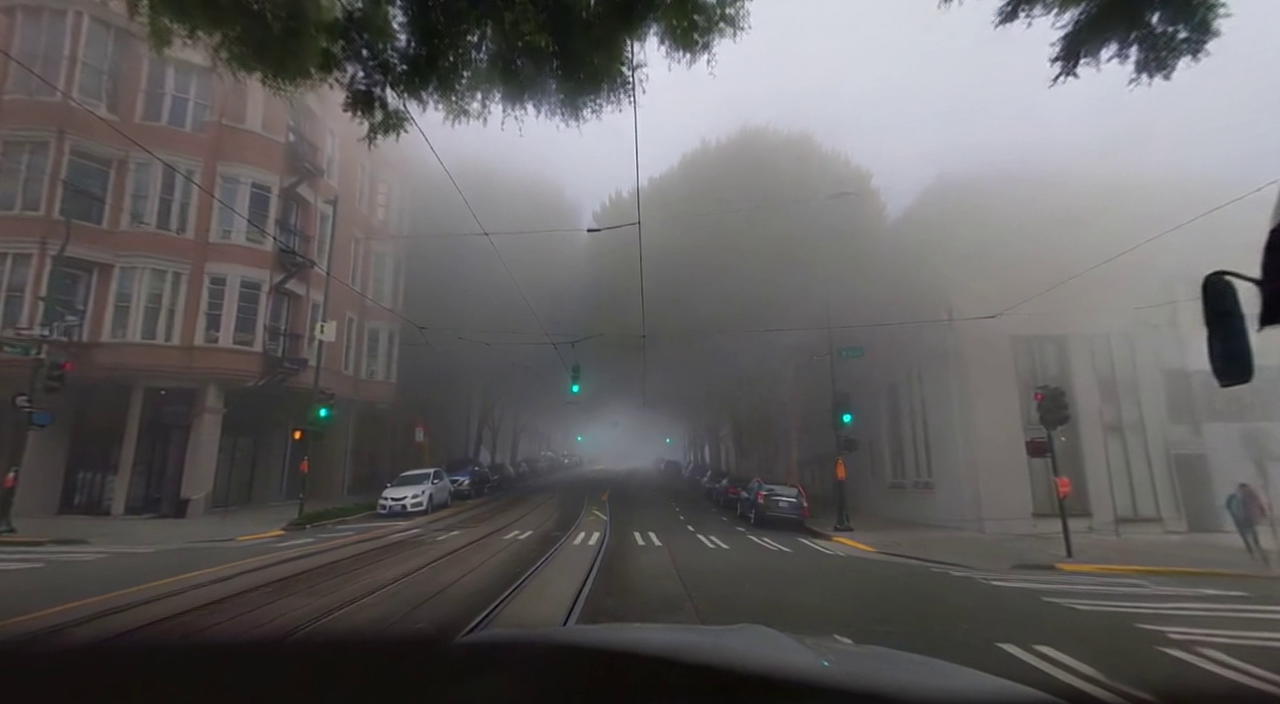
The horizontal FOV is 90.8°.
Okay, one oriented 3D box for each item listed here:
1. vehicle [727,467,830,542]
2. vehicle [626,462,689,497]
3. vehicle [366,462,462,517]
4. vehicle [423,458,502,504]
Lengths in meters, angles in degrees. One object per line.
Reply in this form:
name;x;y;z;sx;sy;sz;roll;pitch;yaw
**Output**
vehicle;3.850;4.293;18.311;1.929;1.723;4.134;0;-9;-2
vehicle;0.856;6.604;32.953;1.984;1.571;3.404;4;-9;-24
vehicle;-7.412;4.685;21.135;1.779;1.588;3.953;2;-15;-2
vehicle;-7.405;5.486;26.919;1.861;1.751;4.550;1;-11;2
